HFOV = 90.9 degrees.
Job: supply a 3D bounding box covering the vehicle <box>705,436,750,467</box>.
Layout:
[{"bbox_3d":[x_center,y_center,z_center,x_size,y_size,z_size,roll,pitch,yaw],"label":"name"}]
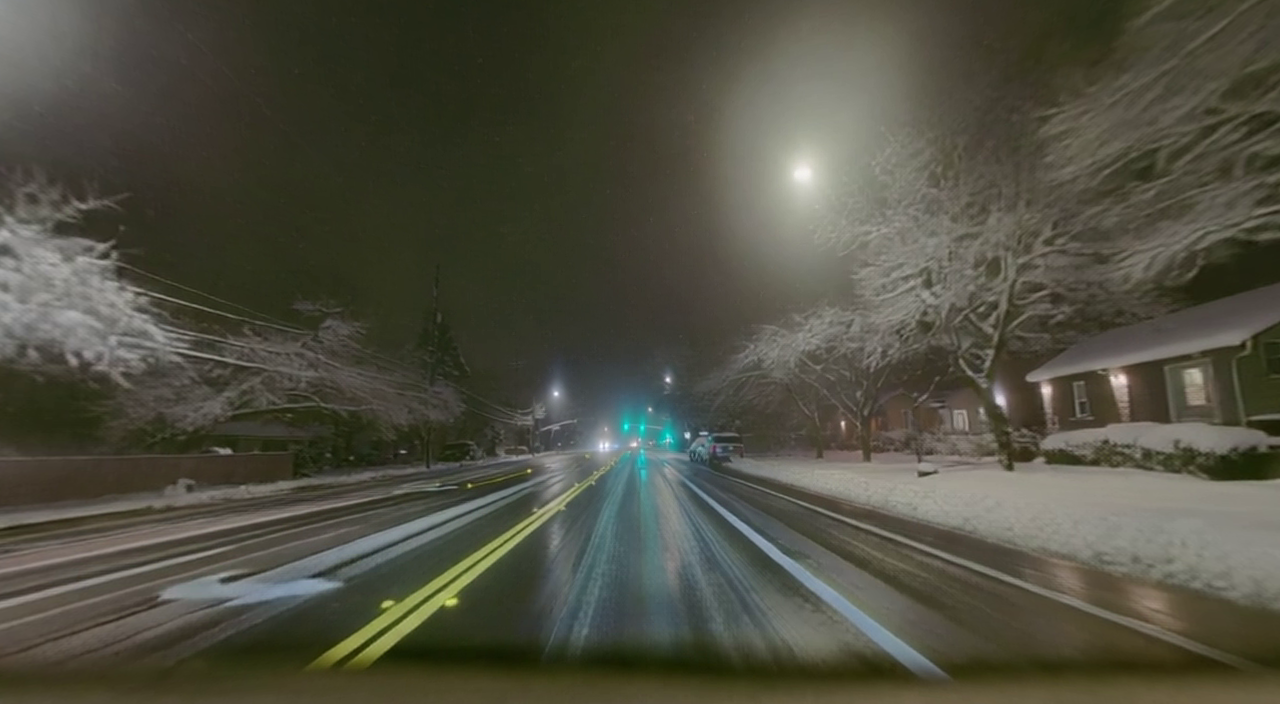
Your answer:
[{"bbox_3d":[5.380,6.191,39.397,2.160,1.800,4.646,0,-9,0],"label":"vehicle"}]
